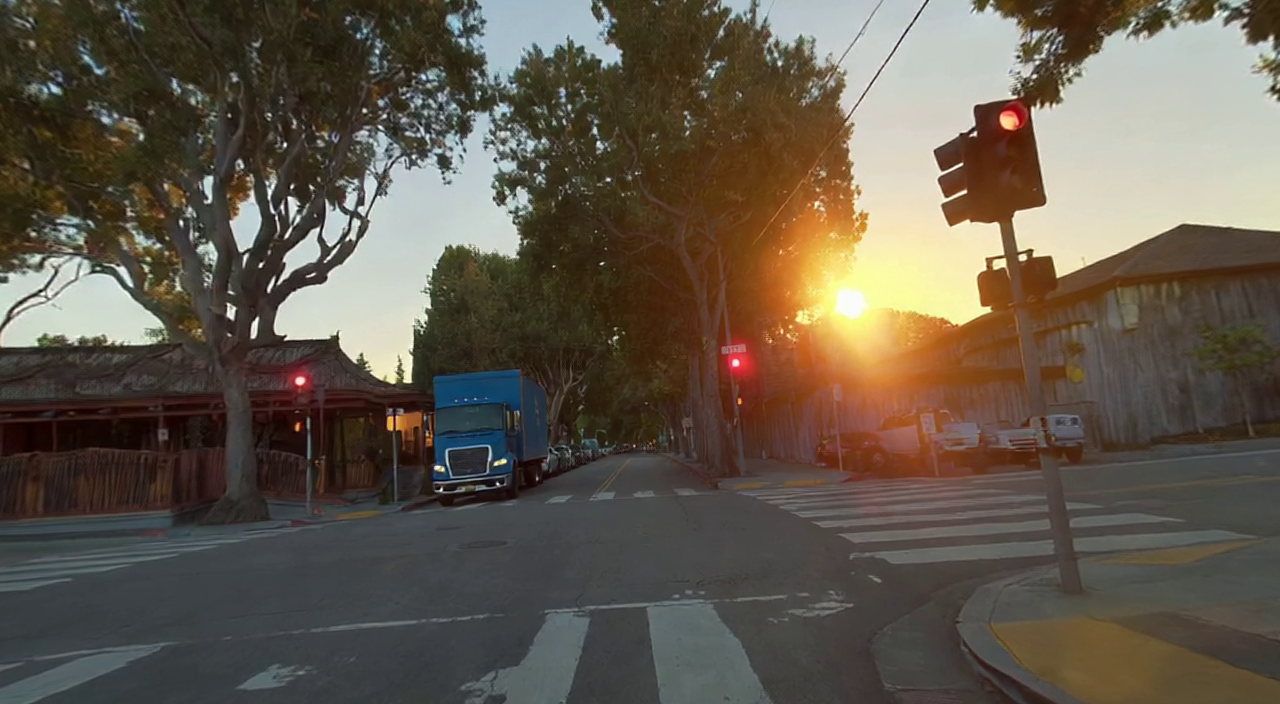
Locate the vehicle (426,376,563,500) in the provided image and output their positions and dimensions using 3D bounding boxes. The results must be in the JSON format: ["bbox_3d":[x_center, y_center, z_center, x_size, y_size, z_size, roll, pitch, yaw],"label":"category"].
[{"bbox_3d":[-5.751,3.730,27.165,3.113,4.041,10.284,-6,-8,0],"label":"vehicle"}]

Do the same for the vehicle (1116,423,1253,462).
[{"bbox_3d":[24.939,4.173,29.022,4.268,1.695,2.053,0,-8,3],"label":"vehicle"}]

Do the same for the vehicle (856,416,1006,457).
[{"bbox_3d":[10.680,3.141,23.425,4.643,1.456,1.820,-1,-8,5],"label":"vehicle"}]
